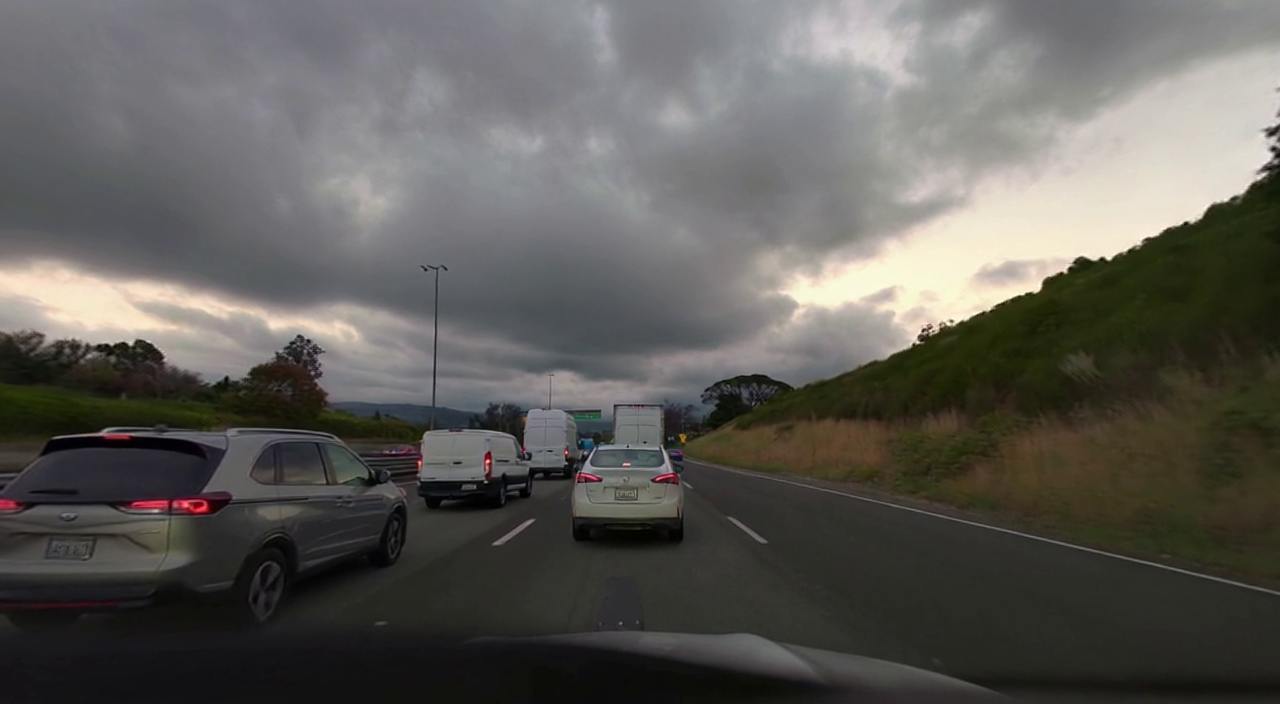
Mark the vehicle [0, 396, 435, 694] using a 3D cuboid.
[{"bbox_3d":[-3.676,1.430,5.838,2.029,1.656,4.437,-1,-9,0],"label":"vehicle"}]

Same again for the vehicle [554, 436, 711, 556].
[{"bbox_3d":[-0.101,2.098,9.762,1.995,1.495,3.380,0,-9,0],"label":"vehicle"}]

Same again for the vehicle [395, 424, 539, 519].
[{"bbox_3d":[-3.928,2.825,15.333,2.055,1.913,4.584,-1,-9,2],"label":"vehicle"}]
